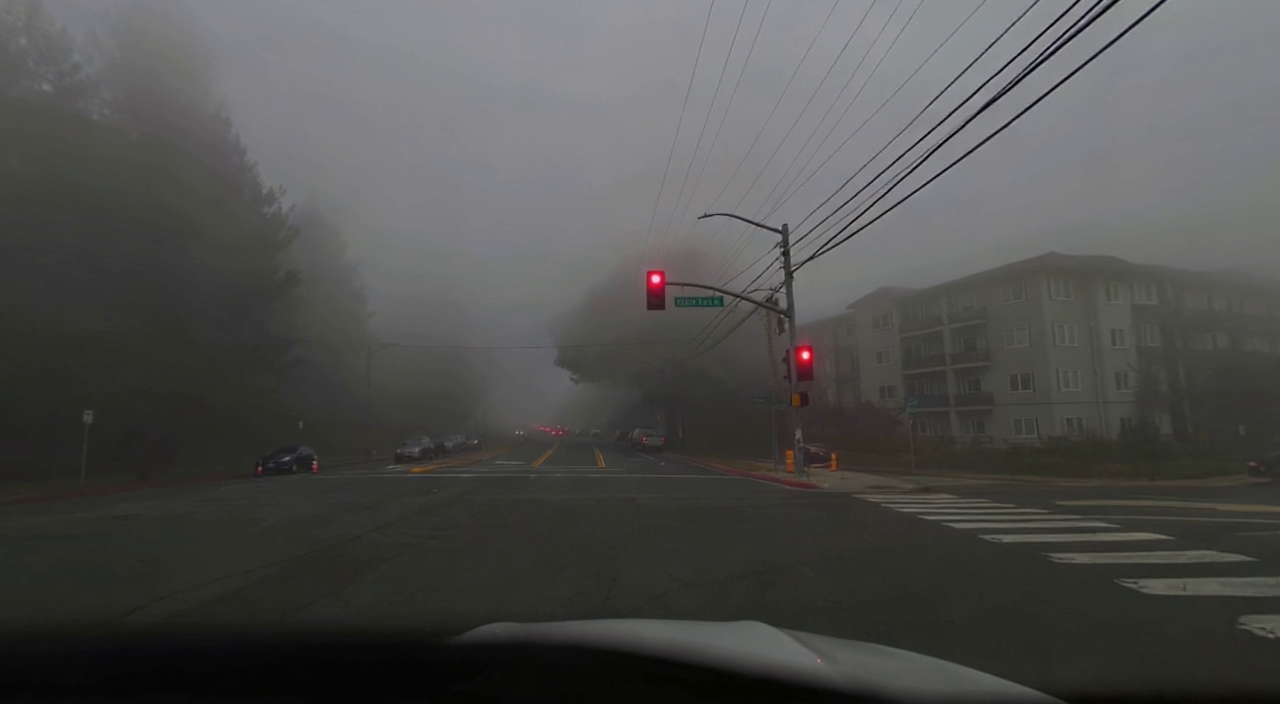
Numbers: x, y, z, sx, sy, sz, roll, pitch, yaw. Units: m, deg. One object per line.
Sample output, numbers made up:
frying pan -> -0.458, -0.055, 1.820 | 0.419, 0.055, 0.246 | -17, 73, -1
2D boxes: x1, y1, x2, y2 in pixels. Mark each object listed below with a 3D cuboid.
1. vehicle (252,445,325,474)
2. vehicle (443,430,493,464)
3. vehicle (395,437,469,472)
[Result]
vehicle -> -21.055, 6.465, 38.094 | 1.981, 1.628, 4.336 | 0, -9, -1
vehicle -> -9.785, 5.453, 36.181 | 1.910, 1.818, 4.057 | 0, -9, -3
vehicle -> -9.676, 4.799, 29.792 | 2.116, 1.521, 4.294 | 0, -9, -2
